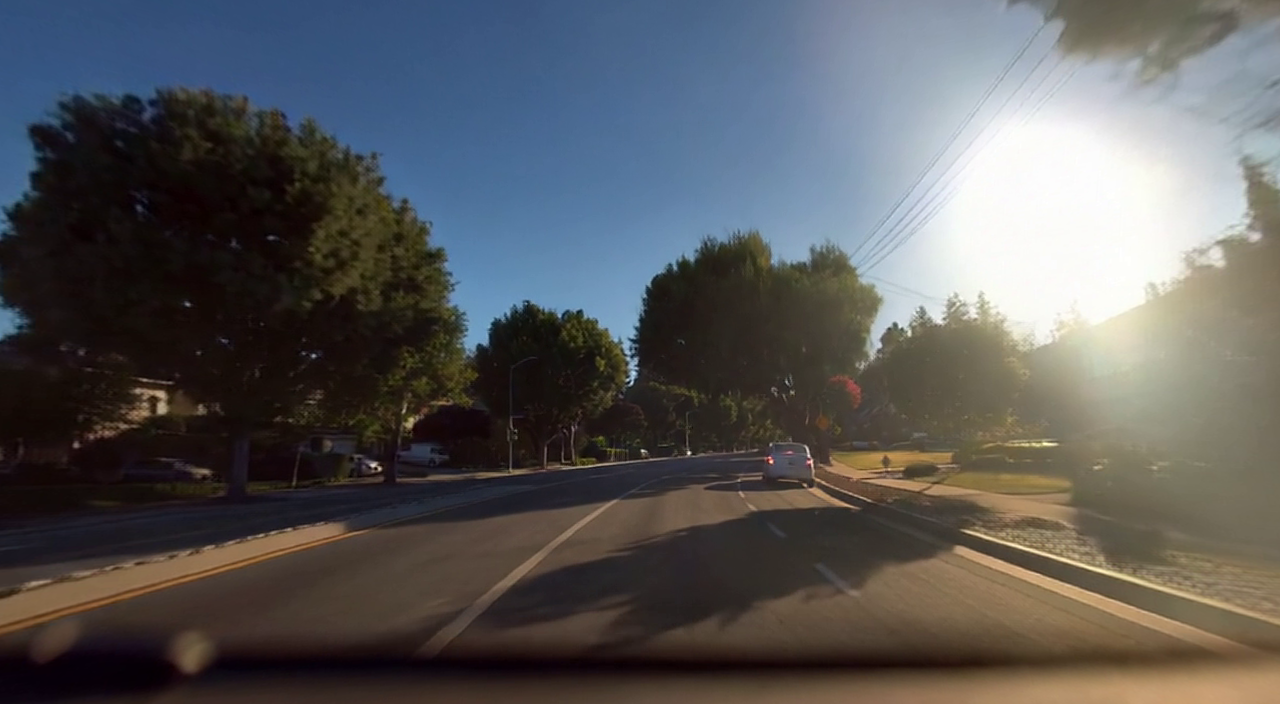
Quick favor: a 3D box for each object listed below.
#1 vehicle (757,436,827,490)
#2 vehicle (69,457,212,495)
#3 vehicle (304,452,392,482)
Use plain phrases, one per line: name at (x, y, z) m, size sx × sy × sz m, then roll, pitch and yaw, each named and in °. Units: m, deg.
vehicle at (5.507, 4.050, 23.418) m, size 1.989 × 1.782 × 4.351 m, roll -1°, pitch -9°, yaw 7°
vehicle at (-20.766, 5.133, 26.357) m, size 4.658 × 1.482 × 1.879 m, roll -1°, pitch -9°, yaw 8°
vehicle at (-16.519, 6.493, 35.797) m, size 4.284 × 1.549 × 1.828 m, roll -2°, pitch -9°, yaw 14°
